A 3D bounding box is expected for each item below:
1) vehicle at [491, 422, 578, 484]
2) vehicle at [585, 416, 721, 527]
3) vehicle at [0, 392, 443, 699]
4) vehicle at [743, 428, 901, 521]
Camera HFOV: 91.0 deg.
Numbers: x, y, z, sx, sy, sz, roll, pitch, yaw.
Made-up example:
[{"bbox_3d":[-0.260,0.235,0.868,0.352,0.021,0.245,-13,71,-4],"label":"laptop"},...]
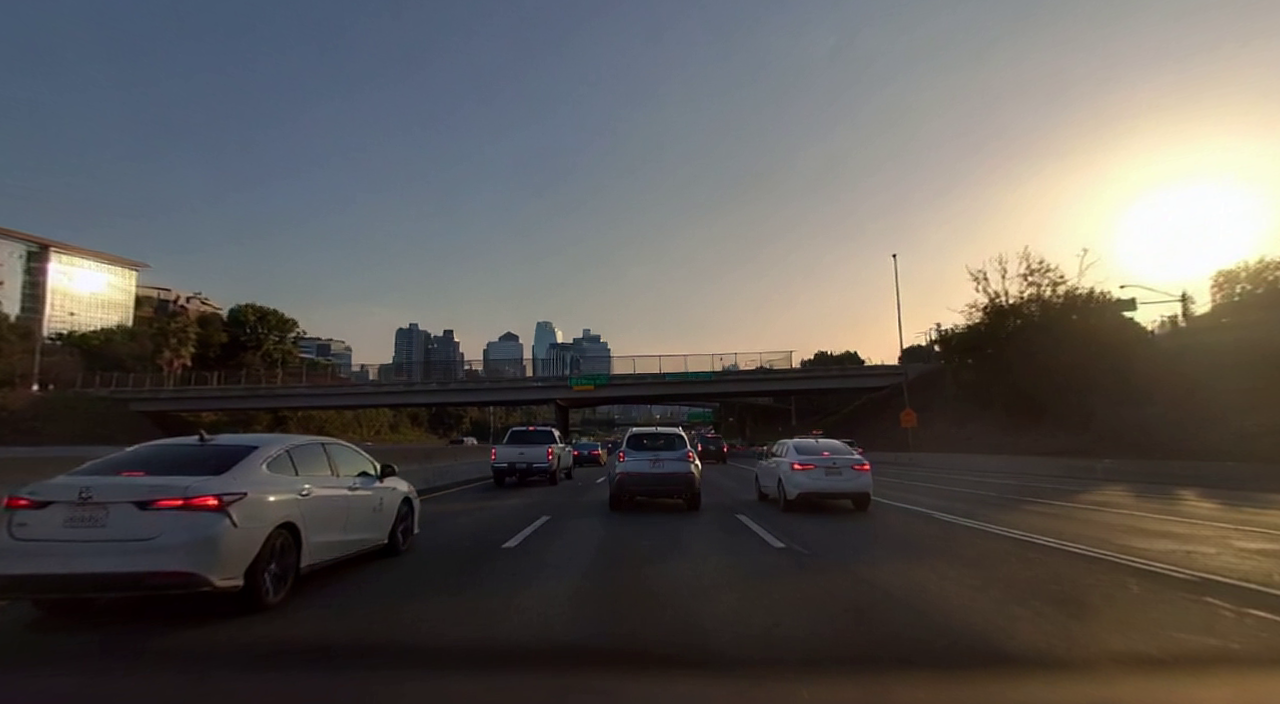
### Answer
[{"bbox_3d":[-3.909,3.901,24.550,2.212,2.101,6.052,0,-9,1],"label":"vehicle"},{"bbox_3d":[0.228,2.235,12.259,2.181,1.756,4.167,0,-9,0],"label":"vehicle"},{"bbox_3d":[-3.618,1.356,5.727,2.014,1.579,4.761,0,-9,1],"label":"vehicle"},{"bbox_3d":[3.632,2.535,13.612,2.022,1.633,4.651,0,-9,0],"label":"vehicle"}]
